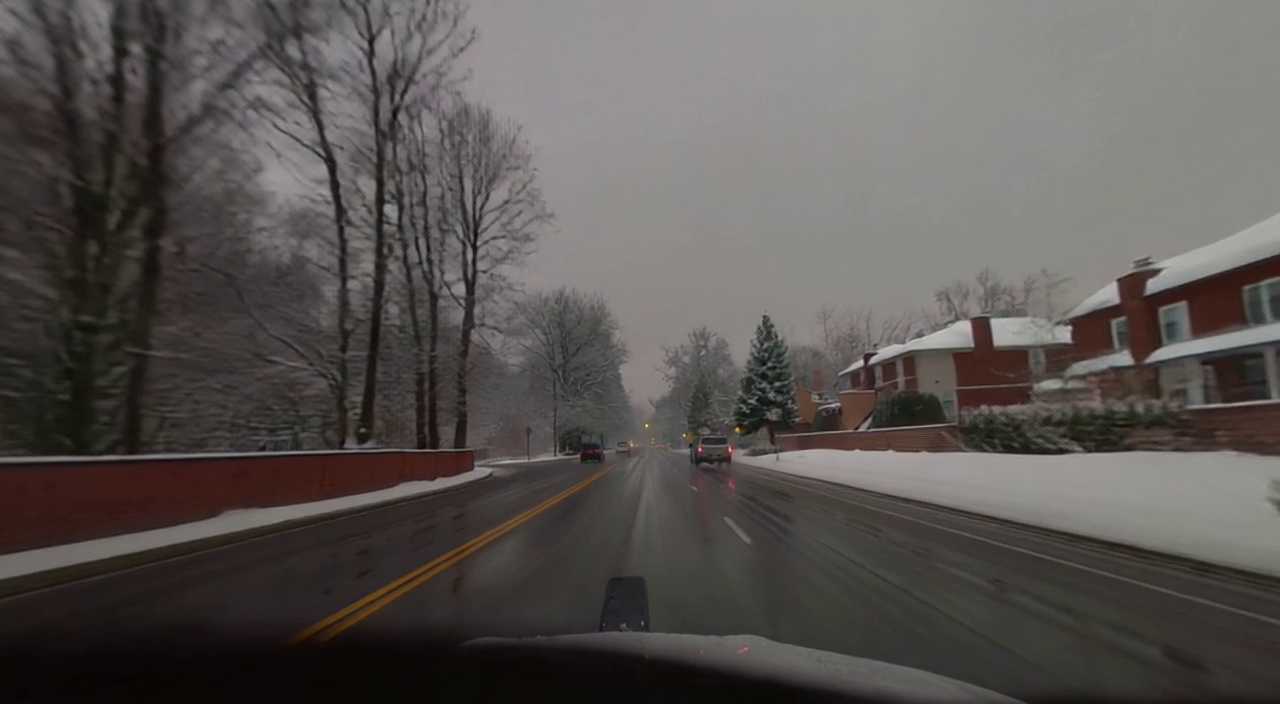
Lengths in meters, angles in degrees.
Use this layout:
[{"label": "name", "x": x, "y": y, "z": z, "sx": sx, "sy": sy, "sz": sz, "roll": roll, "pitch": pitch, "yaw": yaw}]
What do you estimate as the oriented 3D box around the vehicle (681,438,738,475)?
[{"label": "vehicle", "x": 3.319, "y": 5.111, "z": 31.115, "sx": 2.321, "sy": 1.695, "sz": 5.037, "roll": 0, "pitch": -8, "yaw": 1}]
